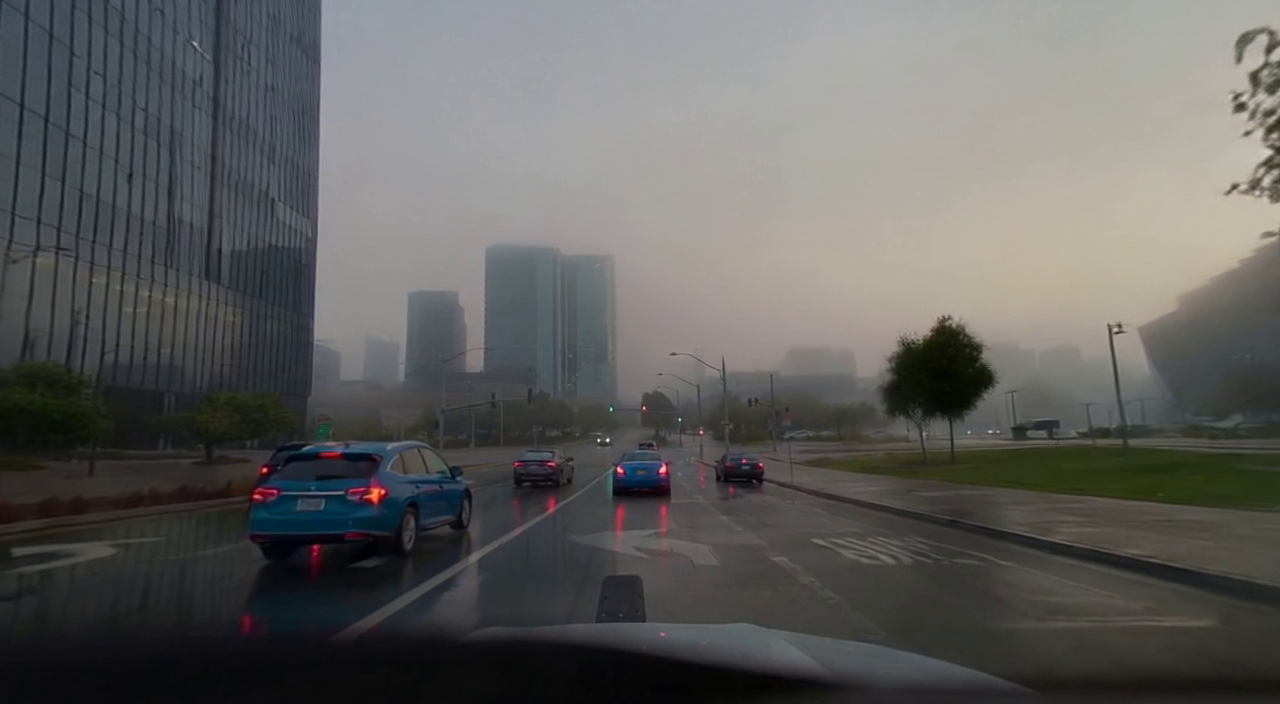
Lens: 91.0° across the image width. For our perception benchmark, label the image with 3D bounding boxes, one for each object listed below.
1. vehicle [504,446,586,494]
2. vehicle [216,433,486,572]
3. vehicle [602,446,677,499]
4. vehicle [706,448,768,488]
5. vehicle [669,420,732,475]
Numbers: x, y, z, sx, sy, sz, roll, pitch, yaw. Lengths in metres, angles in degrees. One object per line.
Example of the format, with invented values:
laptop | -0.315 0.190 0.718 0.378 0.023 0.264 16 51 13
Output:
vehicle | -3.234 4.100 22.332 2.044 1.508 4.479 0 -9 2
vehicle | -3.749 2.000 9.186 1.933 1.520 4.195 0 -9 0
vehicle | 0.018 3.831 20.496 2.174 1.509 4.374 0 -9 1
vehicle | 4.010 4.849 26.663 1.940 1.514 4.187 0 -9 0
vehicle | 3.994 6.808 44.963 3.074 3.316 12.953 0 -9 -1
